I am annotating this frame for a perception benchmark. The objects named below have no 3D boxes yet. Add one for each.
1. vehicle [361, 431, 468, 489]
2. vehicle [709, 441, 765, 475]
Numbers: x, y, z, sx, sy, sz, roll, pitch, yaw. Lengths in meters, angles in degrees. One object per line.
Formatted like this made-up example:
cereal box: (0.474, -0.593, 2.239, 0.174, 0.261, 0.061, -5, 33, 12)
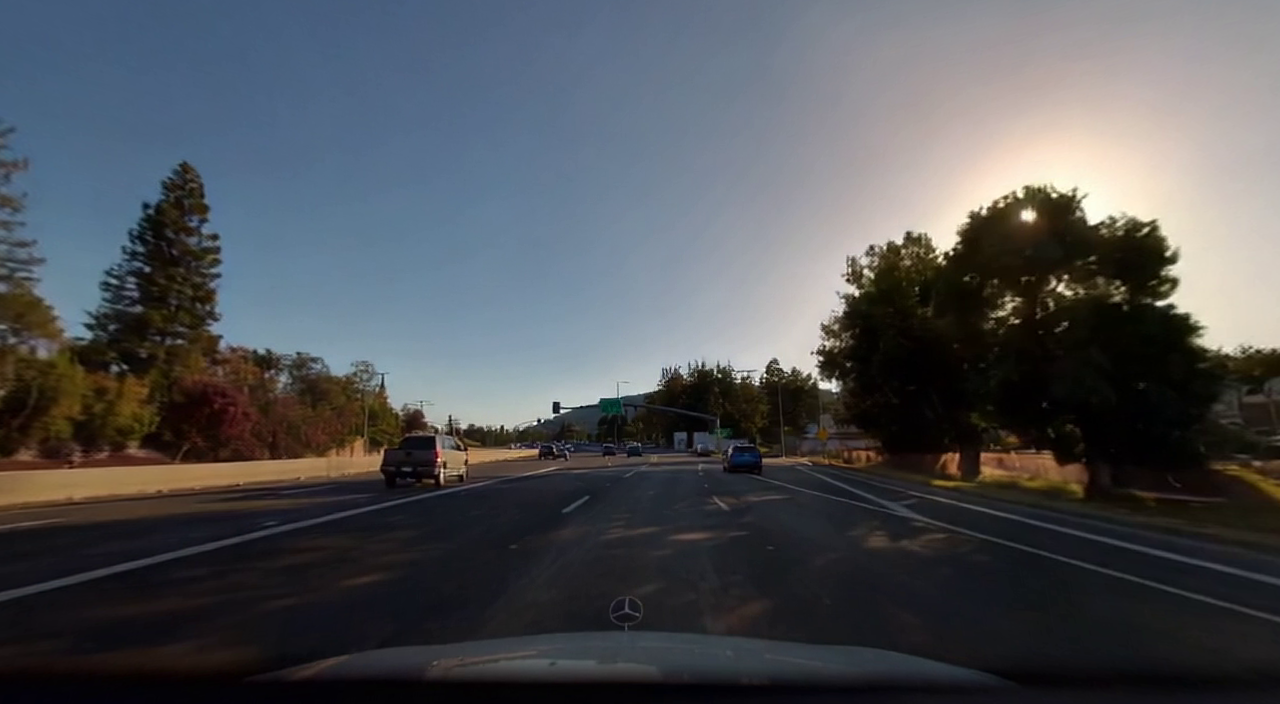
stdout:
vehicle: (-7.989, 3.866, 22.934, 2.122, 1.847, 4.696, 0, -8, 0)
vehicle: (4.531, 5.032, 30.120, 2.100, 1.472, 4.533, 0, -8, 2)
